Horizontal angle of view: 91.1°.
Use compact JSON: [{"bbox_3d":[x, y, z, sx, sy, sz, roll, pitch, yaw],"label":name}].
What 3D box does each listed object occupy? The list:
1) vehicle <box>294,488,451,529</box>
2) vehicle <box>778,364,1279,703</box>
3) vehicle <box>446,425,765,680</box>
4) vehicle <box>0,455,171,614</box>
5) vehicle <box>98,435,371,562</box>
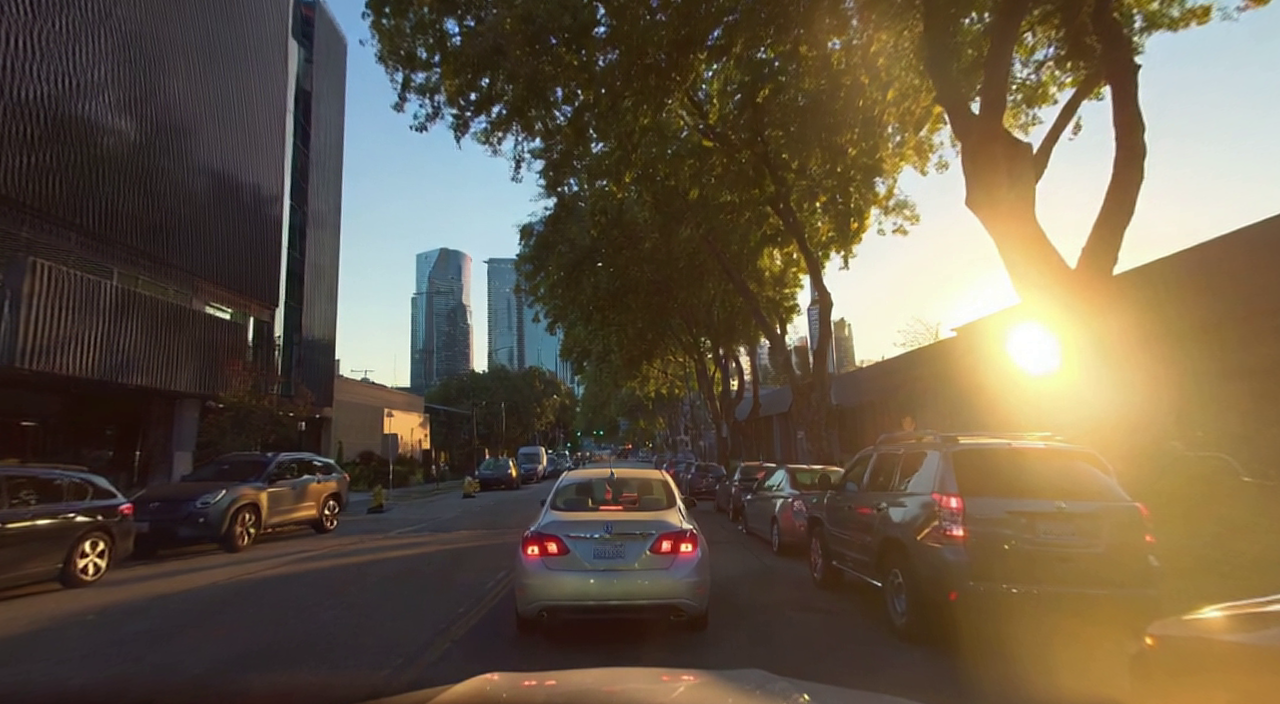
[{"bbox_3d":[-7.014,4.208,17.173,2.223,0.774,4.789,1,-10,0],"label":"vehicle"},{"bbox_3d":[2.708,1.436,5.689,1.868,1.920,4.501,1,-10,0],"label":"vehicle"},{"bbox_3d":[-0.194,1.616,5.913,2.018,1.583,3.646,1,-10,1],"label":"vehicle"},{"bbox_3d":[-6.983,1.699,5.865,1.900,1.471,4.202,1,-10,0],"label":"vehicle"},{"bbox_3d":[-6.840,2.598,11.394,1.994,1.701,4.520,-3,-12,-1],"label":"vehicle"}]
